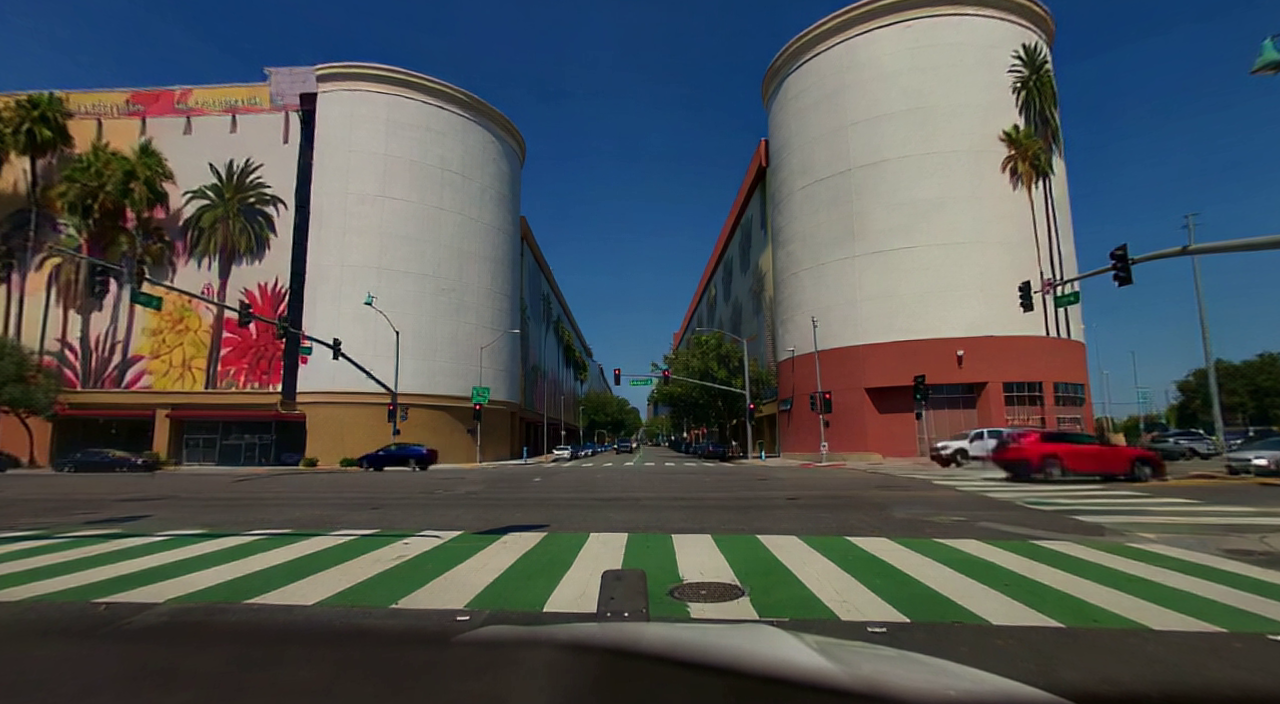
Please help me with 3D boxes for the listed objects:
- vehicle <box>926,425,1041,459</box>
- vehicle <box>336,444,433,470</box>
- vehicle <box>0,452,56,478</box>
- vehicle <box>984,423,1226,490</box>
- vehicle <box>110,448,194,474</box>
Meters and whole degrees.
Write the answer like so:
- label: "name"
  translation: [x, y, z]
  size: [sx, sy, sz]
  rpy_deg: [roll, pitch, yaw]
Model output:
- label: "vehicle"
  translation: [20.071, 5.302, 37.038]
  size: [5.477, 1.880, 2.125]
  rpy_deg: [0, -8, 1]
- label: "vehicle"
  translation: [-14.916, 6.170, 37.010]
  size: [4.893, 1.458, 1.791]
  rpy_deg: [0, -8, 1]
- label: "vehicle"
  translation: [-38.115, 6.715, 37.531]
  size: [4.784, 1.465, 1.798]
  rpy_deg: [0, -8, 0]
- label: "vehicle"
  translation: [12.257, 2.777, 16.890]
  size: [4.875, 1.669, 1.953]
  rpy_deg: [0, -8, 0]
- label: "vehicle"
  translation: [-33.070, 7.399, 42.766]
  size: [4.136, 1.661, 1.857]
  rpy_deg: [0, -8, 0]
